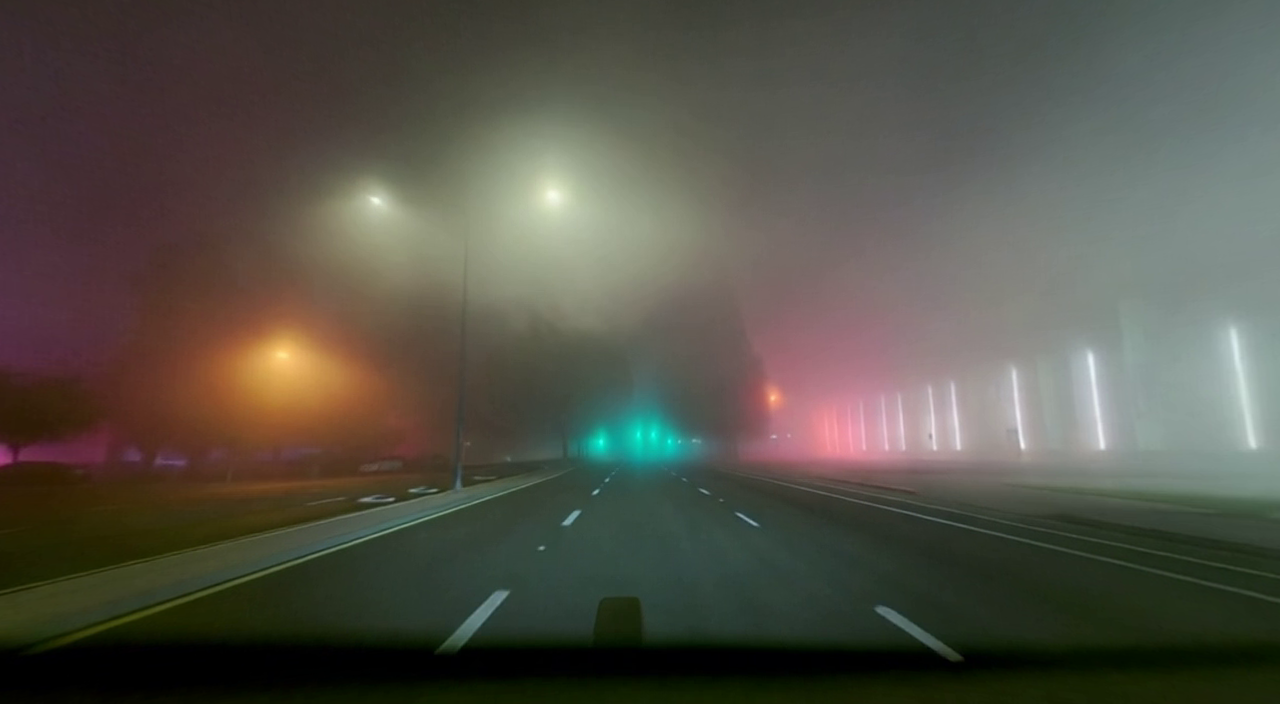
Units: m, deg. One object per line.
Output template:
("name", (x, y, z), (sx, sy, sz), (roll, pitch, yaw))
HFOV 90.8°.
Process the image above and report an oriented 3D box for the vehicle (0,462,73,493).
("vehicle", (-31.979, 6.406, 32.280), (1.947, 1.444, 4.313), (-1, -9, 1))
